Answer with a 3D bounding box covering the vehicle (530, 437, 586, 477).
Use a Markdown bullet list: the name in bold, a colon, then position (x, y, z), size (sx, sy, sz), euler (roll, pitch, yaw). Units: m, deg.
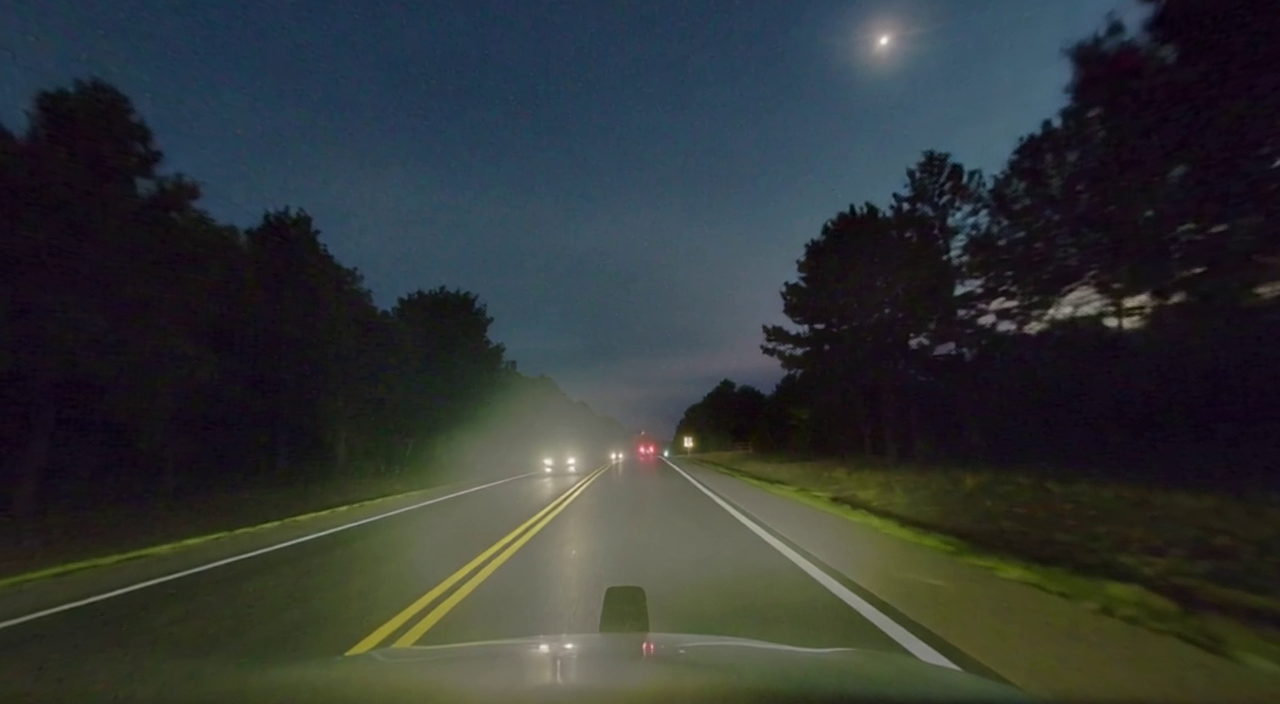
- **vehicle**: position (-3.854, 5.034, 30.335), size (2.041, 1.771, 4.452), euler (0, -9, 0)
